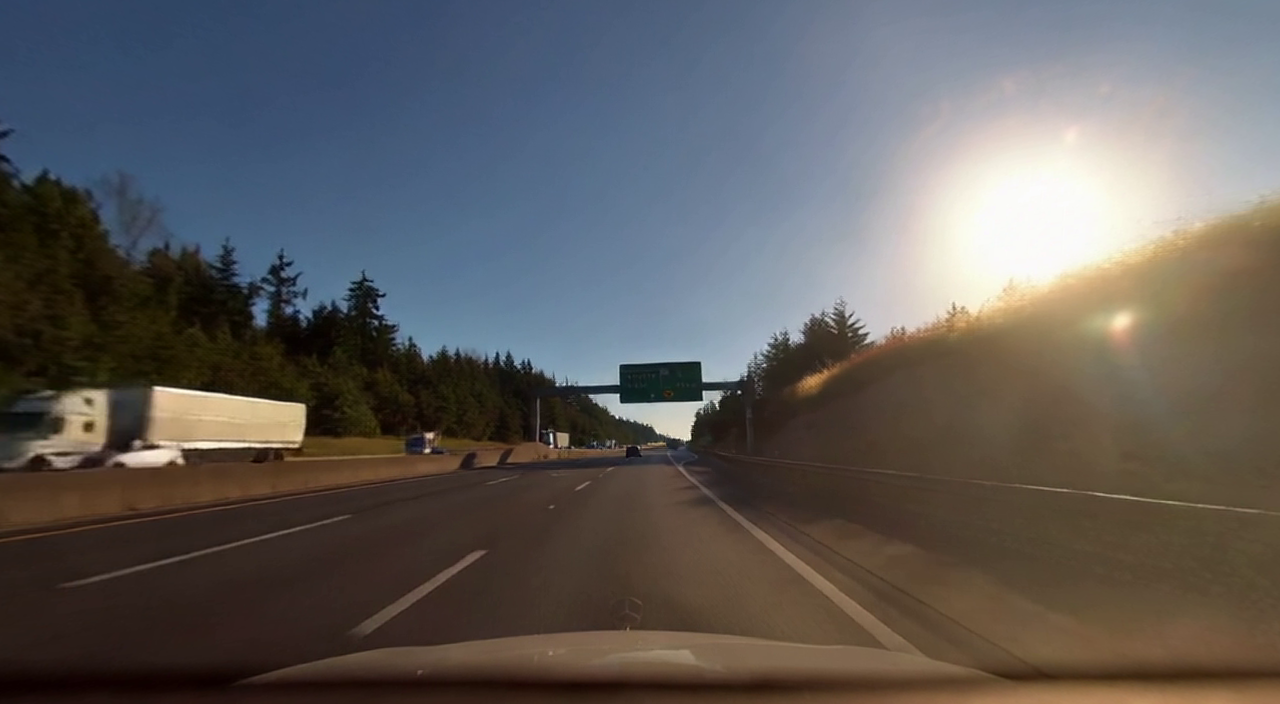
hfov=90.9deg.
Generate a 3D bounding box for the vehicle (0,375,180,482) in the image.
[{"bbox_3d":[-23.022,3.232,26.119,3.043,3.917,5.965,0,-9,1],"label":"vehicle"}]
